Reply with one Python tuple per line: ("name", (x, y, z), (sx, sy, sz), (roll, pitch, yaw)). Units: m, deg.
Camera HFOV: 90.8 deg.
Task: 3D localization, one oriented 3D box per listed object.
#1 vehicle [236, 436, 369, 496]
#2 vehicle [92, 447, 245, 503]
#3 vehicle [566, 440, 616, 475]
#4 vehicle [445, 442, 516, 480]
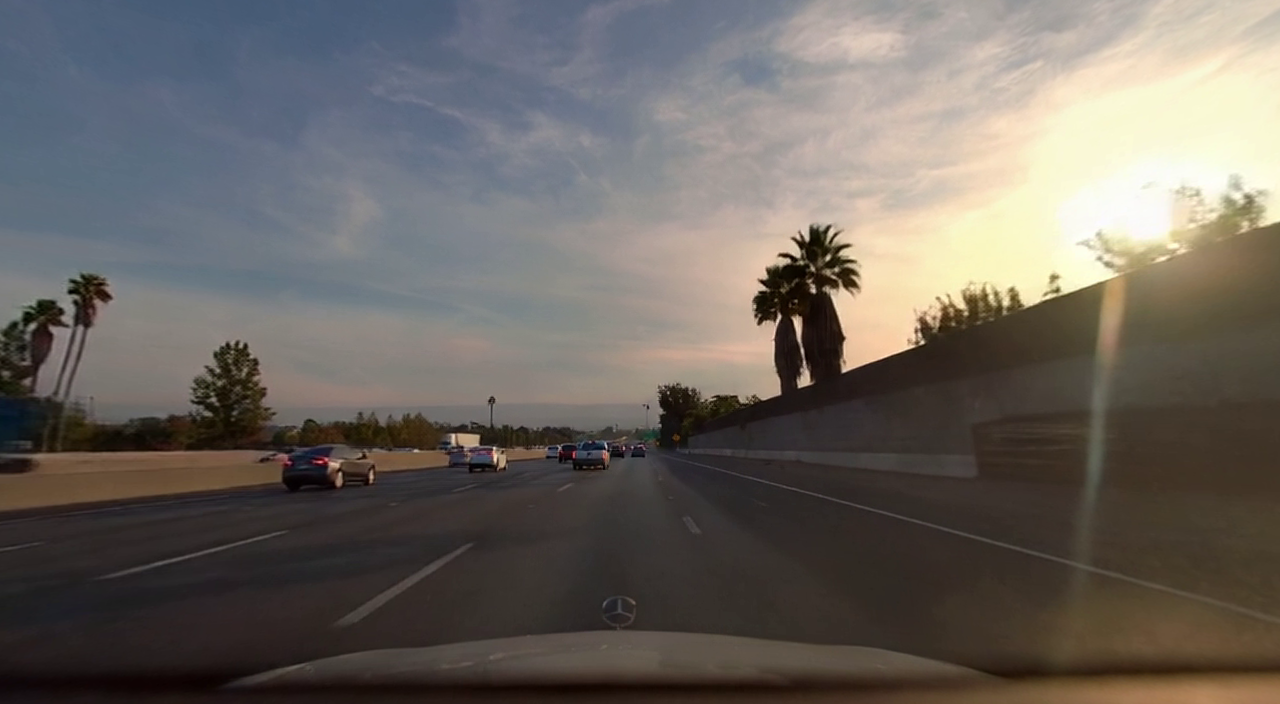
("vehicle", (-11.884, 4.005, 22.724), (1.986, 1.875, 4.902), (-1, -8, 1))
("vehicle", (-15.890, 4.107, 21.627), (1.836, 1.662, 4.317), (-1, -8, 1))
("vehicle", (-2.424, 5.365, 32.401), (2.201, 1.672, 4.128), (-1, -8, 0))
("vehicle", (-7.625, 5.227, 30.649), (2.204, 1.677, 4.438), (-1, -8, 1))
